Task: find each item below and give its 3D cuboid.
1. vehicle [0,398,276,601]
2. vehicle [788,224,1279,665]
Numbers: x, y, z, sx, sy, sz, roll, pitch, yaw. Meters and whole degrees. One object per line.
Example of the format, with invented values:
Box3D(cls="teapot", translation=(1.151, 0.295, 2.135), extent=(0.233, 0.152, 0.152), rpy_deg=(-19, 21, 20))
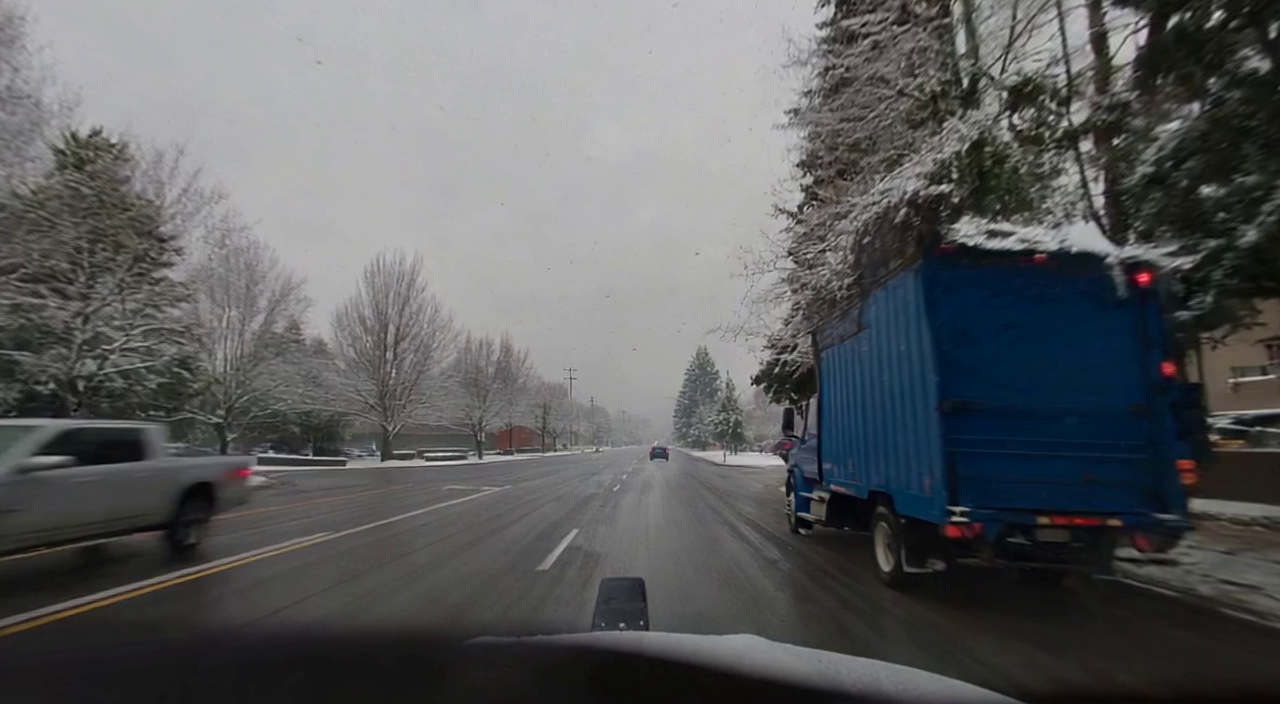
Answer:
Box3D(cls="vehicle", translation=(-6.476, 1.481, 6.839), extent=(2.081, 1.711, 4.820), rpy_deg=(0, -9, 1))
Box3D(cls="vehicle", translation=(3.844, 1.049, 7.407), extent=(2.698, 2.863, 6.317), rpy_deg=(4, -9, 1))
